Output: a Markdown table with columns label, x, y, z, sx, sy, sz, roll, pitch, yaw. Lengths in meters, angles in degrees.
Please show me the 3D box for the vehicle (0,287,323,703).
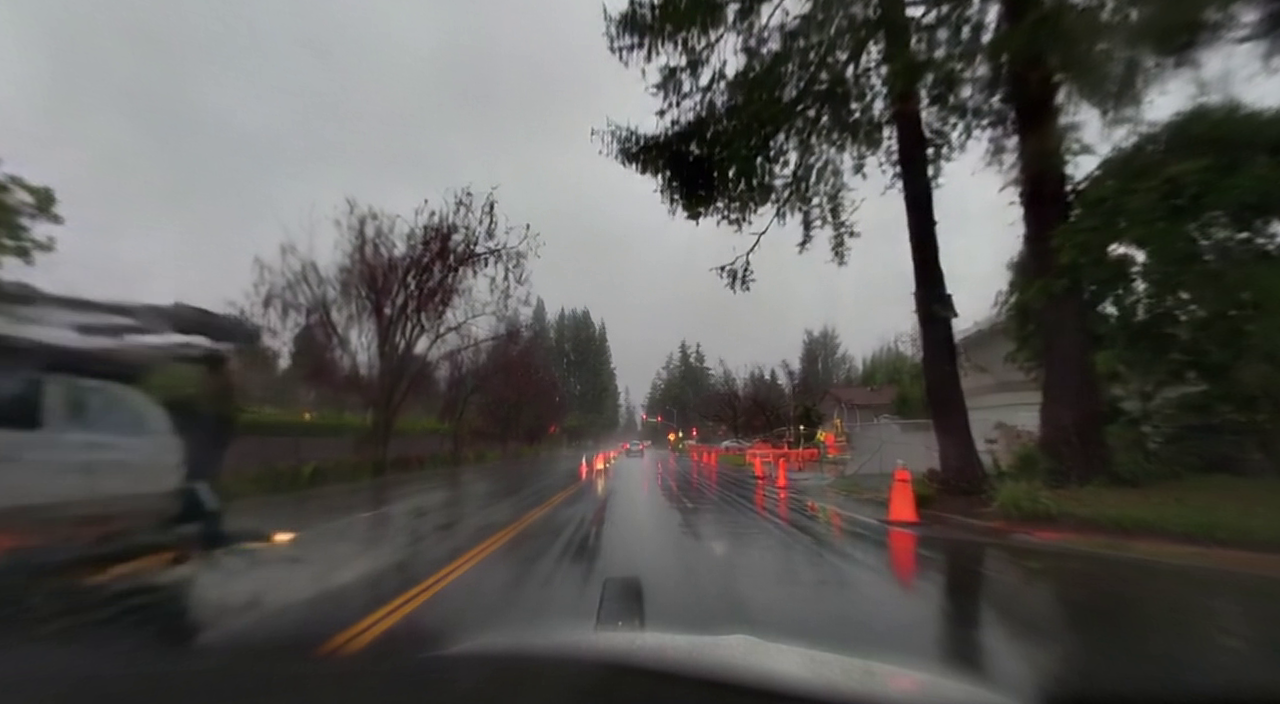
| label | x | y | z | sx | sy | sz | roll | pitch | yaw |
| --- | --- | --- | --- | --- | --- | --- | --- | --- | --- |
| vehicle | -3.521 | 0.605 | 0.986 | 2.742 | 1.962 | 6.409 | 0 | -8 | 0 |
